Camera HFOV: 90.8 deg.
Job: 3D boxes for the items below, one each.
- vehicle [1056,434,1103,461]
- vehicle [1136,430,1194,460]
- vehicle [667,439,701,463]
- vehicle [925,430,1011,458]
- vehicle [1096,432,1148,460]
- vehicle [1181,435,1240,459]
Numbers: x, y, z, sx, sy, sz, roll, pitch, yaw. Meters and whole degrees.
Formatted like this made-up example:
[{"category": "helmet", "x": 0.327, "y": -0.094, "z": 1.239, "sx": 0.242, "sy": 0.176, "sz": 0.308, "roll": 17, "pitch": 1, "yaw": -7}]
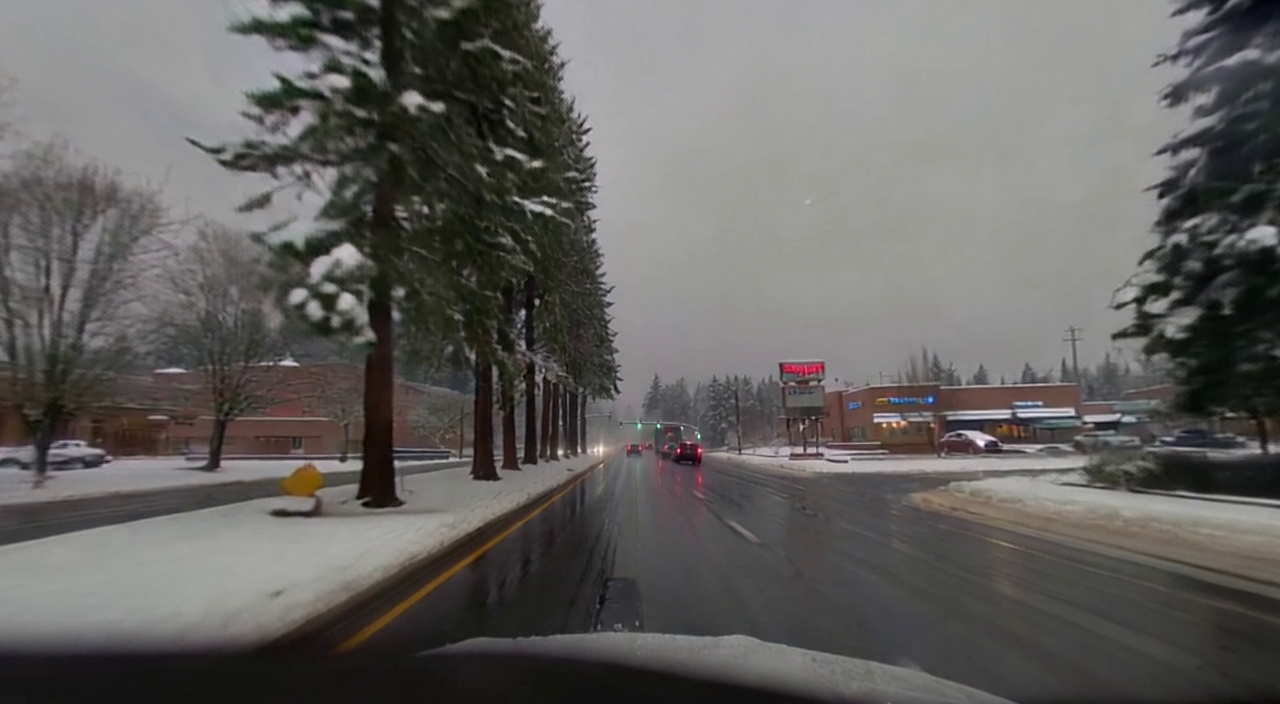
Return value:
[{"category": "vehicle", "x": 31.730, "y": 6.872, "z": 45.738, "sx": 2.269, "sy": 1.862, "sz": 4.495, "roll": -3, "pitch": -8, "yaw": 29}, {"category": "vehicle", "x": 36.719, "y": 6.455, "z": 44.295, "sx": 2.160, "sy": 1.948, "sz": 4.256, "roll": -3, "pitch": -8, "yaw": 27}, {"category": "vehicle", "x": 3.154, "y": 7.211, "z": 46.168, "sx": 2.041, "sy": 1.531, "sz": 4.236, "roll": 1, "pitch": -7, "yaw": -1}, {"category": "vehicle", "x": 20.615, "y": 5.770, "z": 39.810, "sx": 4.210, "sy": 1.727, "sz": 2.227, "roll": 1, "pitch": -7, "yaw": -8}, {"category": "vehicle", "x": 34.112, "y": 6.630, "z": 44.843, "sx": 2.181, "sy": 1.901, "sz": 4.222, "roll": -4, "pitch": -9, "yaw": 28}, {"category": "vehicle", "x": 39.689, "y": 6.567, "z": 44.059, "sx": 2.044, "sy": 1.582, "sz": 3.586, "roll": -3, "pitch": -8, "yaw": 26}]
